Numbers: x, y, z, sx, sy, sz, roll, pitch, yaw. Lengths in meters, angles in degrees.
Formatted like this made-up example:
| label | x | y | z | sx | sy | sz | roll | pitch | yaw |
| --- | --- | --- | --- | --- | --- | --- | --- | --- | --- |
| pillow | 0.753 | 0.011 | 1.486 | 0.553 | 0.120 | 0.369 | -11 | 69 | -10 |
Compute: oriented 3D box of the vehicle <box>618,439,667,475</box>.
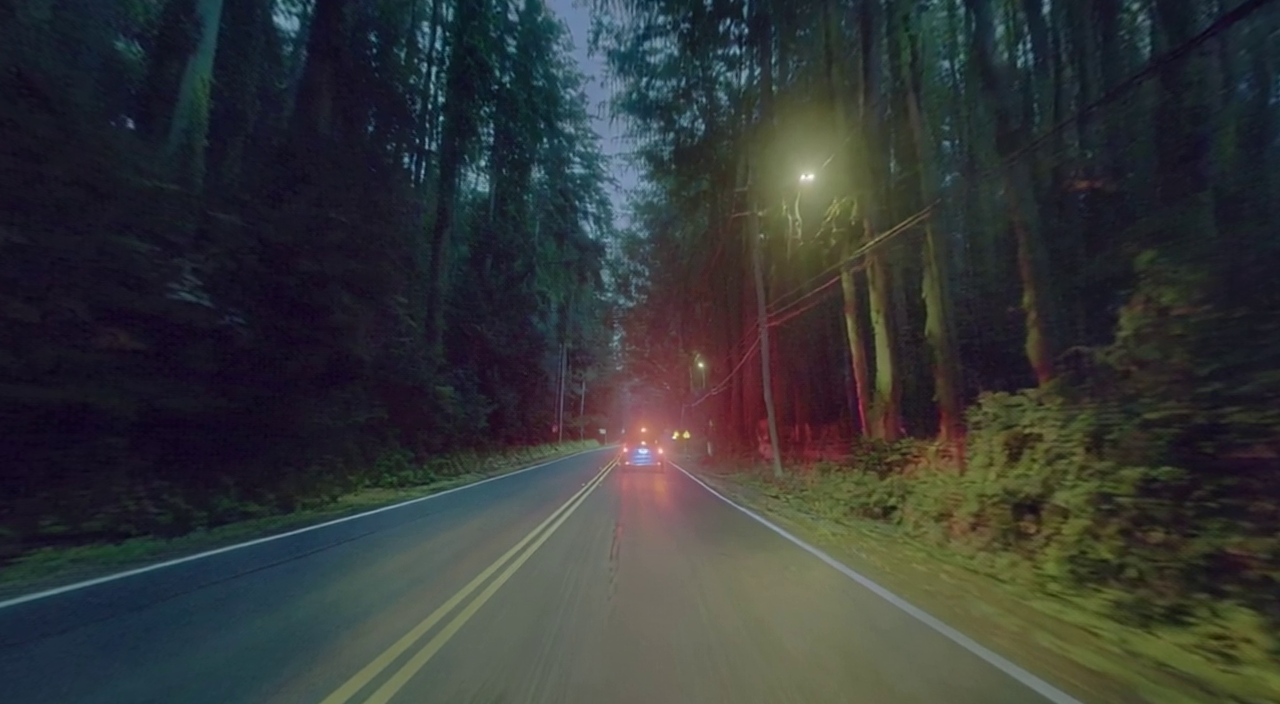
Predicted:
| label | x | y | z | sx | sy | sz | roll | pitch | yaw |
| --- | --- | --- | --- | --- | --- | --- | --- | --- | --- |
| vehicle | 0.039 | 4.748 | 28.793 | 2.081 | 1.503 | 3.726 | 0 | -8 | -2 |
